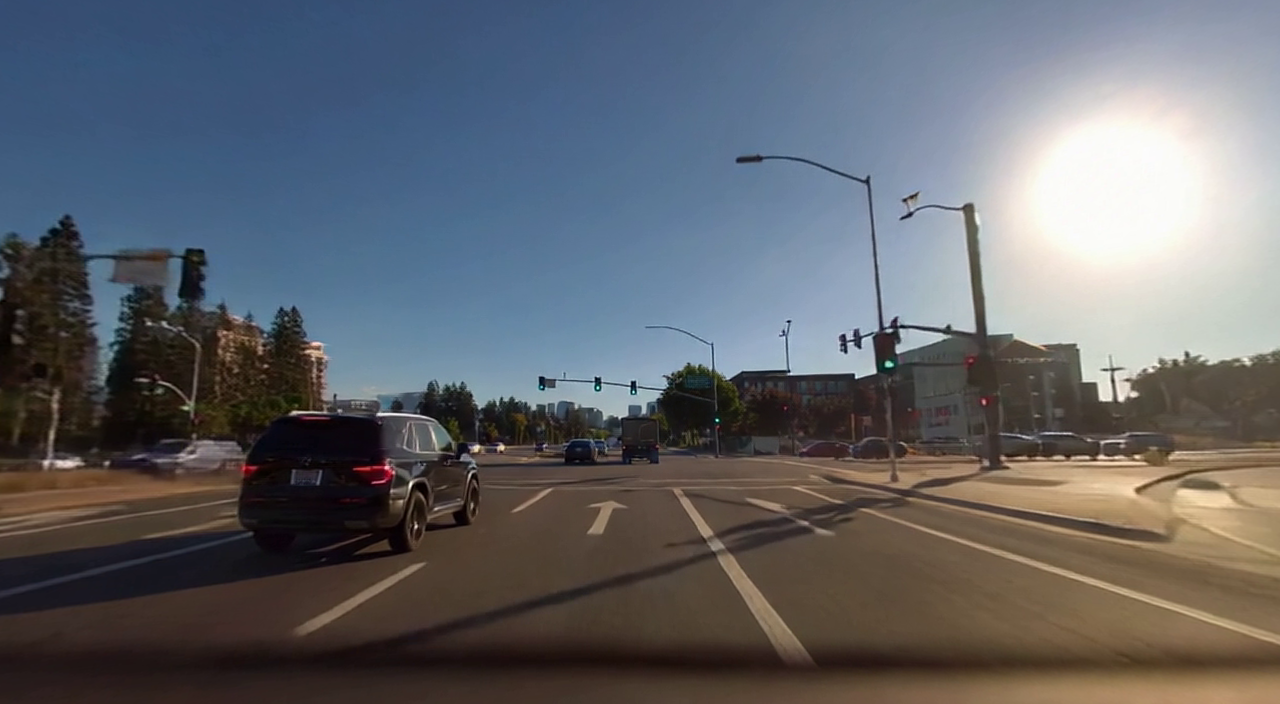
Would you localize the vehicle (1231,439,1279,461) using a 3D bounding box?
[{"bbox_3d":[44.092,6.741,43.238,4.747,1.485,1.942,0,-8,0],"label":"vehicle"}]

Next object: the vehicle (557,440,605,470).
[{"bbox_3d":[-3.088,5.468,33.612,2.023,1.483,4.143,0,-8,2],"label":"vehicle"}]

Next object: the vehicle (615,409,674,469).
[{"bbox_3d":[0.304,4.910,35.458,2.993,3.051,6.692,0,-8,1],"label":"vehicle"}]

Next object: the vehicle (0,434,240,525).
[{"bbox_3d":[-10.770,2.481,12.925,1.969,1.502,4.713,0,-8,0],"label":"vehicle"}]

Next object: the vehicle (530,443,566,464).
[{"bbox_3d":[-6.660,7.388,45.974,1.933,1.477,4.119,0,-8,1],"label":"vehicle"}]

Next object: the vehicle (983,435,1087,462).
[{"bbox_3d":[23.099,5.660,36.853,4.716,1.494,2.001,0,-8,1],"label":"vehicle"}]

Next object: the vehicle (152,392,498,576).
[{"bbox_3d":[-3.728,1.672,8.814,2.178,1.826,4.933,0,-8,1],"label":"vehicle"}]

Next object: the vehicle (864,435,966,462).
[{"bbox_3d":[16.036,5.663,36.793,4.983,1.511,2.077,0,-8,0],"label":"vehicle"}]

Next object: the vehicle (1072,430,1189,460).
[{"bbox_3d":[31.015,5.877,39.797,5.530,1.827,2.161,0,-8,0],"label":"vehicle"}]
